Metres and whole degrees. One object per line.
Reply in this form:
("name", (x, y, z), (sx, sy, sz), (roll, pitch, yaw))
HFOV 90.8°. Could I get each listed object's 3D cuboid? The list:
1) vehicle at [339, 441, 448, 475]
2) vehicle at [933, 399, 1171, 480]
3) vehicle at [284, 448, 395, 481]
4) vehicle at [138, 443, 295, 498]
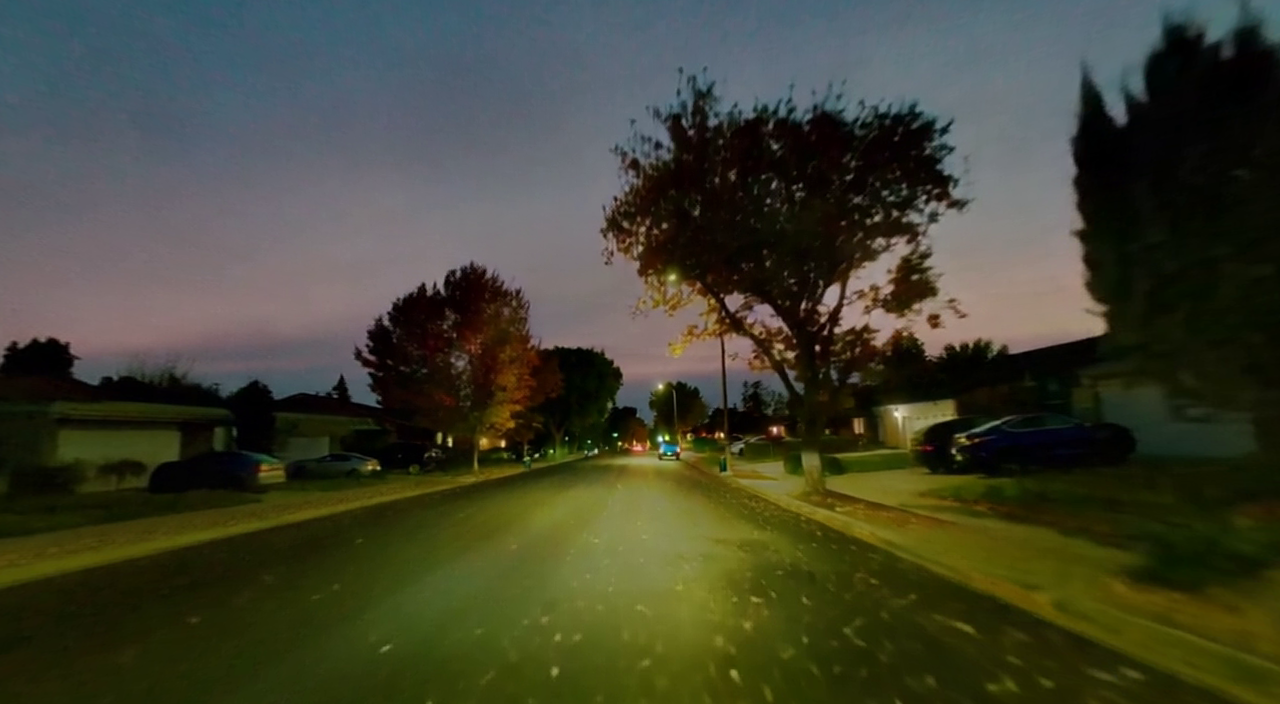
("vehicle", (-13.993, 6.036, 36.065), (5.286, 1.847, 2.166), (0, -9, 1))
("vehicle", (10.636, 2.329, 16.690), (4.582, 1.680, 2.223), (-4, -9, 3))
("vehicle", (-14.243, 5.334, 30.144), (4.285, 1.483, 1.954), (0, -9, 0))
("vehicle", (-13.891, 3.872, 21.042), (1.982, 1.596, 3.988), (-2, -9, 12))
